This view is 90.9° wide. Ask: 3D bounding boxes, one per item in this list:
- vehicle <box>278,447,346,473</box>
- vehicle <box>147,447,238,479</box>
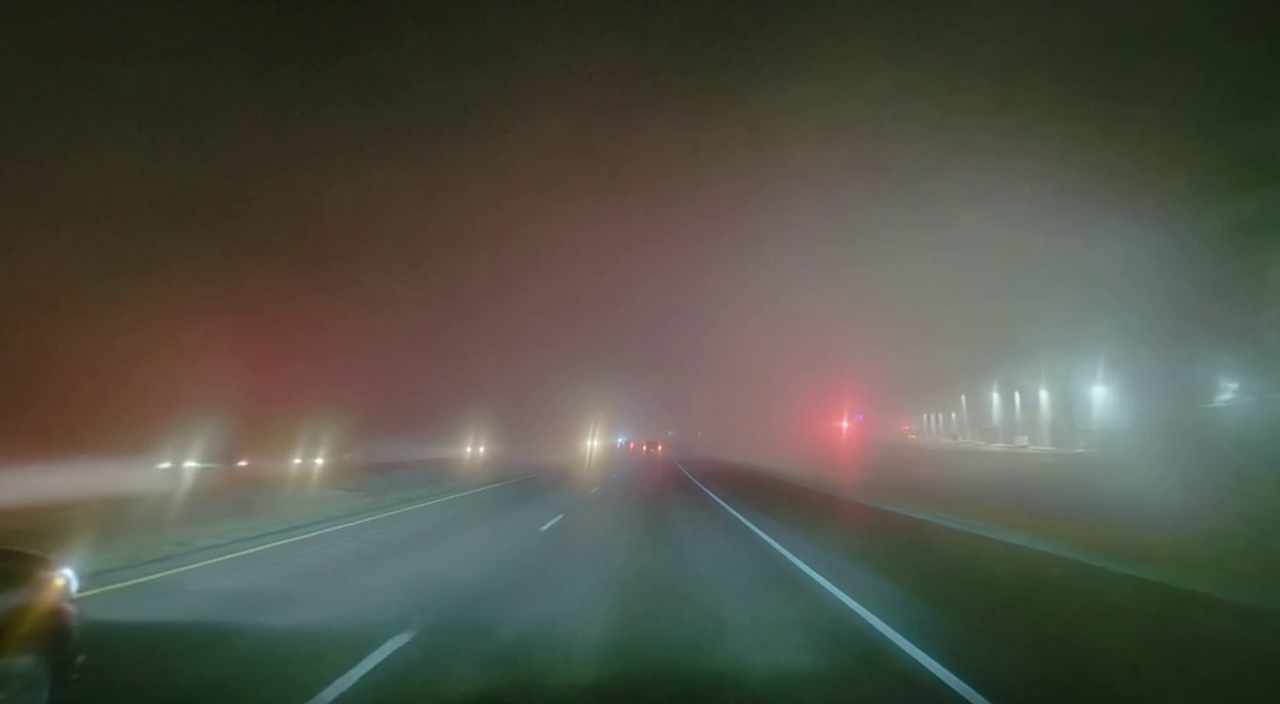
[{"bbox_3d":[-20.330,6.690,39.316,1.805,1.444,4.489,-1,-8,1],"label":"vehicle"},{"bbox_3d":[-24.713,6.116,35.023,1.898,1.575,4.253,-1,-8,1],"label":"vehicle"}]
